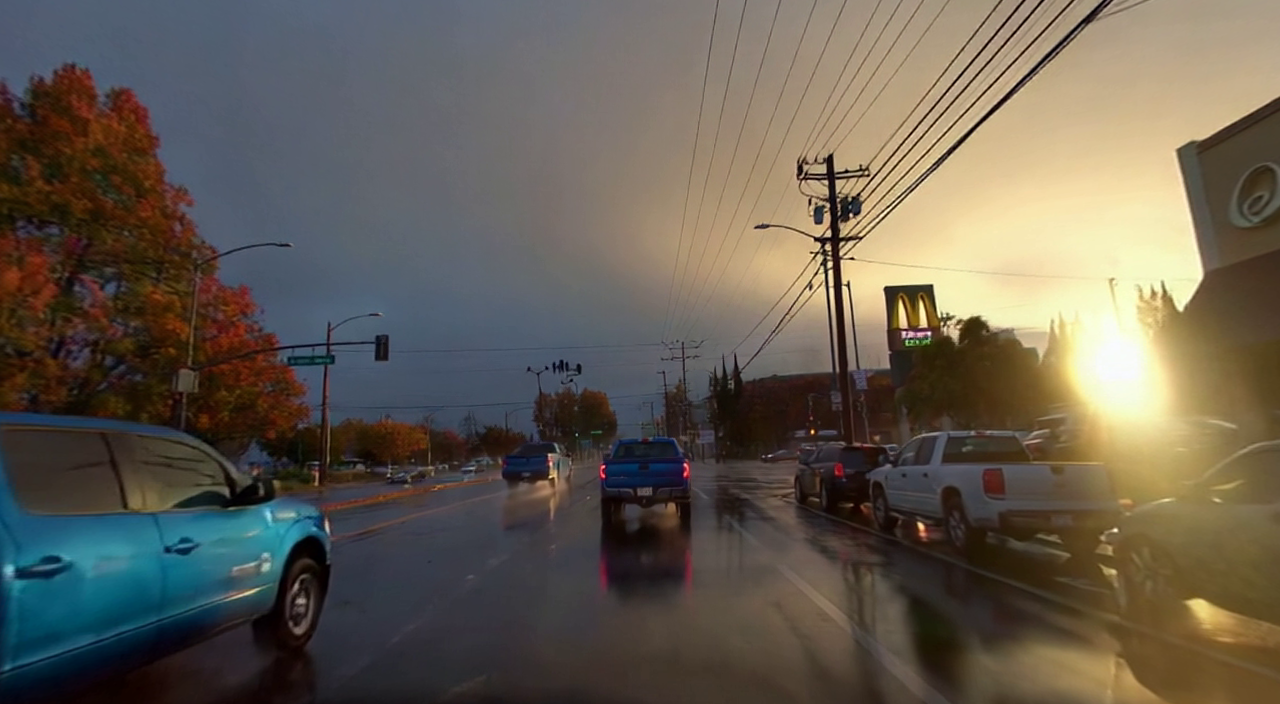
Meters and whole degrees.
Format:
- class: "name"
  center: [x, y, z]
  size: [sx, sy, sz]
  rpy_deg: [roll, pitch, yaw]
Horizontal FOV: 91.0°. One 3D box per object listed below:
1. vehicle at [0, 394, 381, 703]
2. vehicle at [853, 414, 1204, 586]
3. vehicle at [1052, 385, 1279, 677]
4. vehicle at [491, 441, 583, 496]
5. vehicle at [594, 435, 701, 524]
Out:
- class: "vehicle"
  center: [-3.184, 1.007, 2.705]
  size: [1.995, 1.554, 4.618]
  rpy_deg: [0, -9, 3]
- class: "vehicle"
  center: [4.924, 1.930, 9.134]
  size: [2.007, 1.786, 4.870]
  rpy_deg: [0, -9, 1]
- class: "vehicle"
  center: [4.905, 1.055, 3.582]
  size: [2.014, 1.755, 4.520]
  rpy_deg: [0, -9, 0]
- class: "vehicle"
  center: [-3.634, 4.233, 23.296]
  size: [2.140, 1.768, 5.092]
  rpy_deg: [0, -9, 5]
- class: "vehicle"
  center: [0.250, 2.860, 14.713]
  size: [2.089, 1.699, 4.650]
  rpy_deg: [0, -9, 3]
